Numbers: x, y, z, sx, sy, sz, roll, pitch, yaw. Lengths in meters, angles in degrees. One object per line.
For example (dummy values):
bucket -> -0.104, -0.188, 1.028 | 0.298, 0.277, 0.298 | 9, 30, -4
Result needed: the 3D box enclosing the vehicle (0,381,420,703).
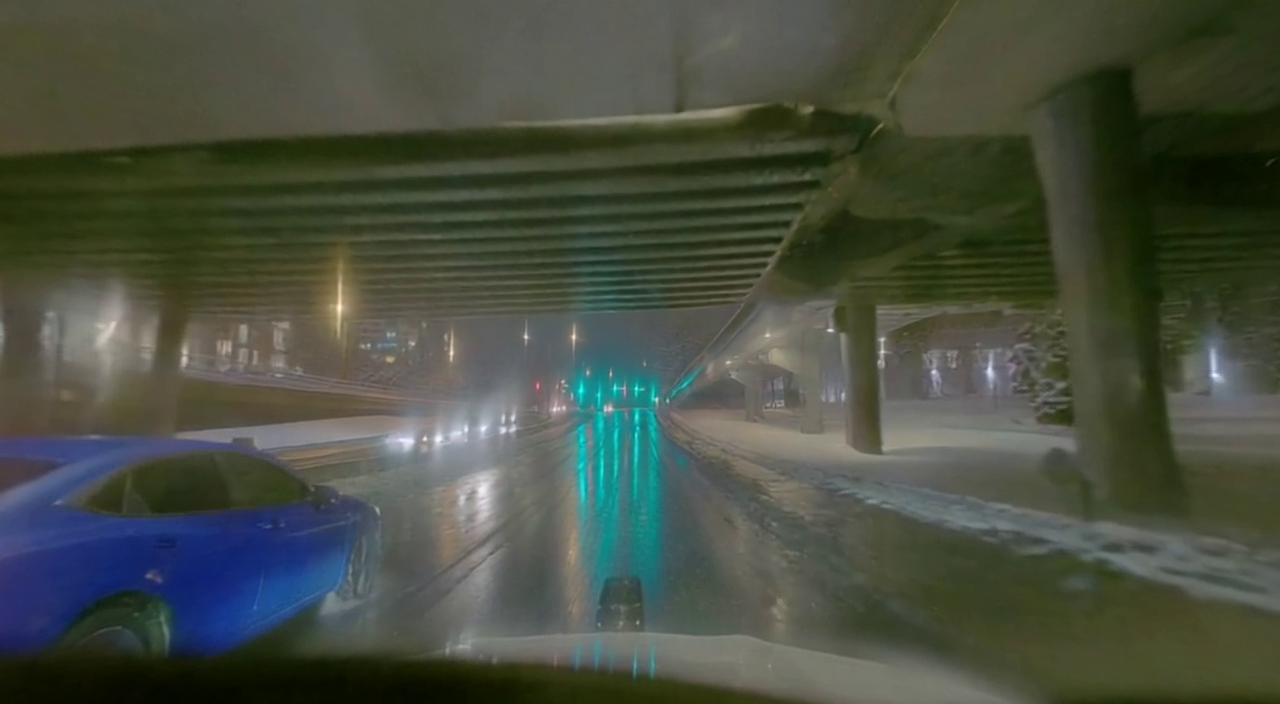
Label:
vehicle -> -3.158, 1.108, 3.876 | 2.041, 1.470, 4.290 | 0, -9, 0
